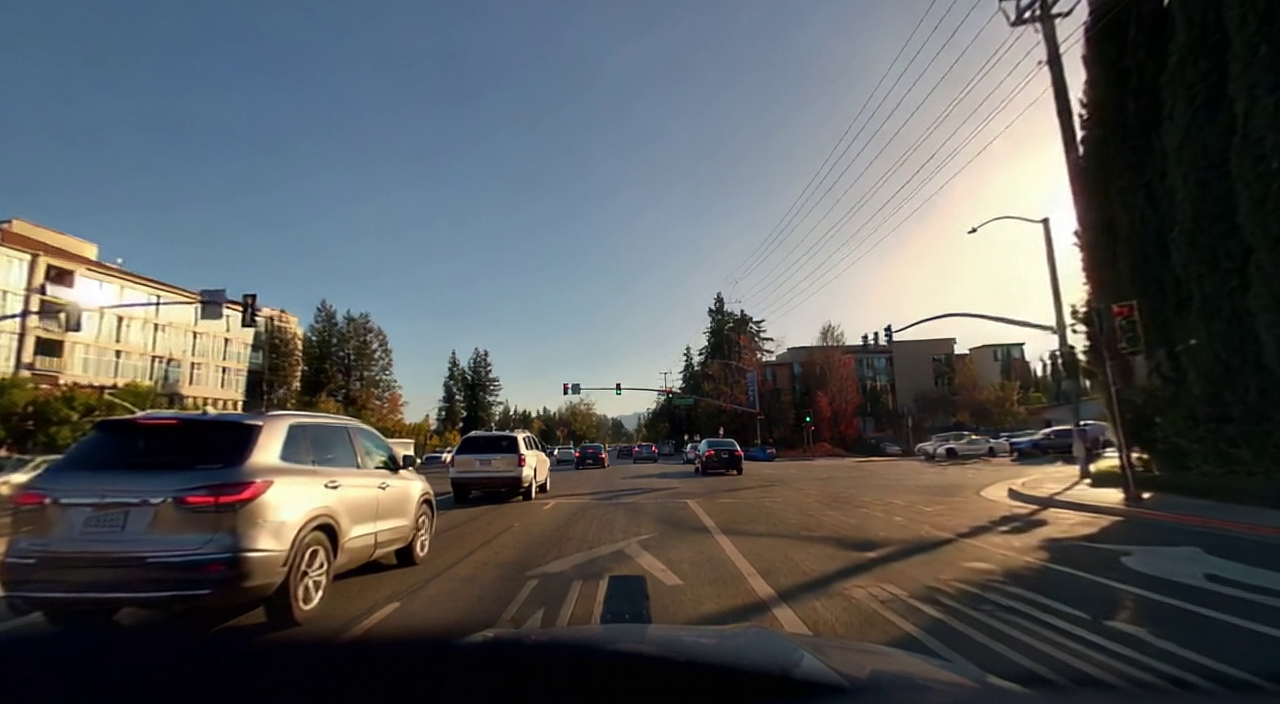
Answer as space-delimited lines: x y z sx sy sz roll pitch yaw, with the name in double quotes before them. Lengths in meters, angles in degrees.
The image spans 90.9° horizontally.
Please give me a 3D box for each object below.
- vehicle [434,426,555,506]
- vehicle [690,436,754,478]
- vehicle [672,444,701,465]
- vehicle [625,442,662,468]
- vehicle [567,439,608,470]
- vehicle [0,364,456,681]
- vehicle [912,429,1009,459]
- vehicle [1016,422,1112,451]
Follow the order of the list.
"vehicle" -3.516 2.854 16.141 1.958 1.744 4.315 0 -9 1
"vehicle" 3.566 4.692 28.400 2.201 1.734 4.564 0 -9 -1
"vehicle" 3.506 7.799 48.106 1.886 1.455 4.227 0 -9 0
"vehicle" 0.249 6.562 40.234 2.185 1.515 4.215 0 -9 1
"vehicle" -2.984 5.945 36.528 1.900 1.677 4.128 0 -9 2
"vehicle" -3.436 1.268 5.727 2.127 1.754 4.287 0 -9 1
"vehicle" 19.831 5.702 39.114 5.033 1.802 1.928 1 -9 -5
"vehicle" 26.351 5.288 39.271 4.439 1.748 2.037 0 -9 1
